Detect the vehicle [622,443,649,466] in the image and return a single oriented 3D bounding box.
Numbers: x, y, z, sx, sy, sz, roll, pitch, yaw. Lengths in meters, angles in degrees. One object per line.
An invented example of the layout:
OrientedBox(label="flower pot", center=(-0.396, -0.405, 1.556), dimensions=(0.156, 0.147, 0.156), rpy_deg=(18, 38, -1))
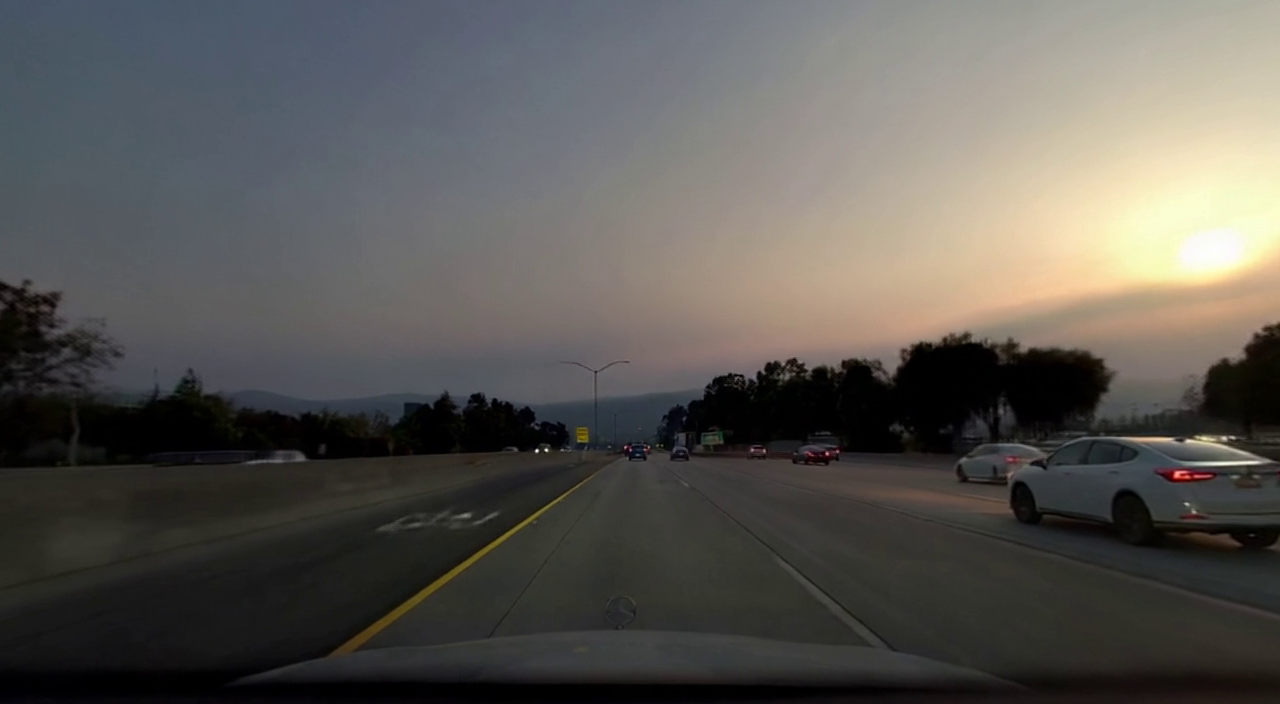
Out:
OrientedBox(label="vehicle", center=(-0.381, 7.855, 48.664), dimensions=(1.864, 1.566, 4.446), rpy_deg=(0, -8, -3))

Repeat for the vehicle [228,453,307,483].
OrientedBox(label="vehicle", center=(-18.267, 5.697, 31.146), dimensions=(1.643, 1.387, 3.634), rpy_deg=(-1, -10, 0))

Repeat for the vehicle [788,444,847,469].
OrientedBox(label="vehicle", center=(11.184, 6.617, 40.167), dimensions=(2.194, 1.489, 5.141), rpy_deg=(0, -9, -1))

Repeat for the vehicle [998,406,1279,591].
OrientedBox(label="vehicle", center=(6.849, 1.654, 7.878), dimensions=(2.027, 1.679, 4.543), rpy_deg=(0, -9, -1))
